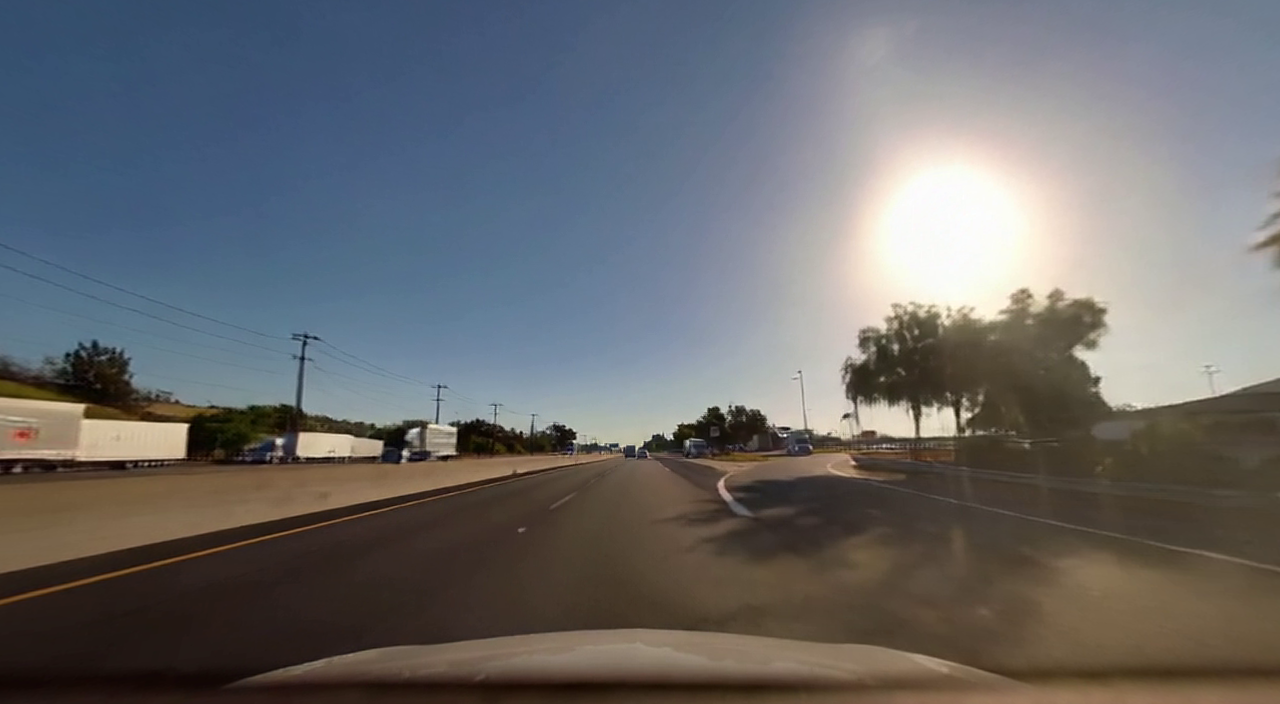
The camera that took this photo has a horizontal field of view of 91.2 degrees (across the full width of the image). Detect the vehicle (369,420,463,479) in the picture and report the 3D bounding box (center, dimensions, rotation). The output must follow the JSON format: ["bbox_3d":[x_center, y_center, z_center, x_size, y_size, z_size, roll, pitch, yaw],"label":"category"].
[{"bbox_3d":[-16.224,7.210,46.396,3.035,3.814,9.987,-1,-9,1],"label":"vehicle"}]
